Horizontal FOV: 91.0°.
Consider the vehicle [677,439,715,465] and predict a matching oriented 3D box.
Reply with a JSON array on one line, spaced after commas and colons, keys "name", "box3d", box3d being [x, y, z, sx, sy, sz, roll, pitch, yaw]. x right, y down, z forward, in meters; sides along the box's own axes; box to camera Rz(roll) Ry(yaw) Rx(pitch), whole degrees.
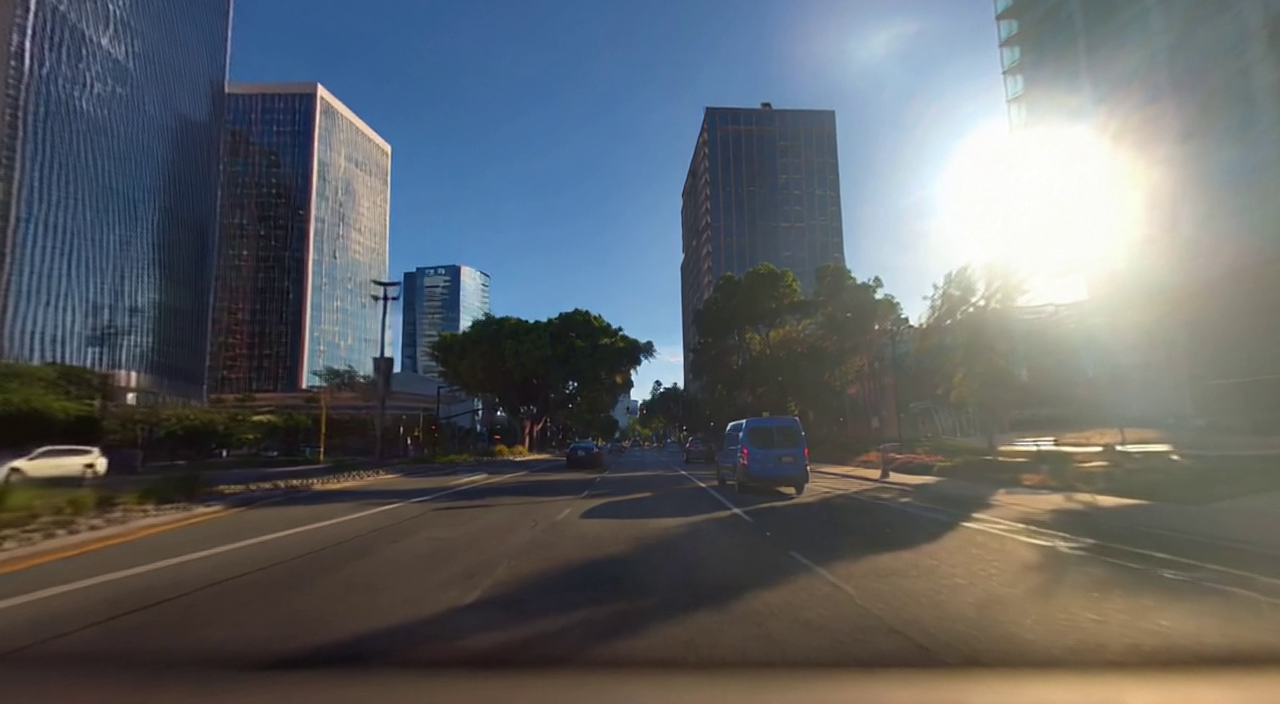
[{"name": "vehicle", "box3d": [3.396, 6.217, 39.165, 1.867, 1.493, 4.190, 0, -8, -1]}]

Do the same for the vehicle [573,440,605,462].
[{"name": "vehicle", "box3d": [-3.486, 6.862, 43.811, 1.864, 1.464, 4.195, 0, -8, 1]}]

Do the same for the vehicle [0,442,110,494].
[{"name": "vehicle", "box3d": [-19.889, 3.678, 20.207, 1.836, 1.512, 4.493, 0, -8, 0]}]

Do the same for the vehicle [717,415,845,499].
[{"name": "vehicle", "box3d": [3.571, 2.797, 17.106, 2.200, 1.914, 5.145, 0, -8, -1]}]
